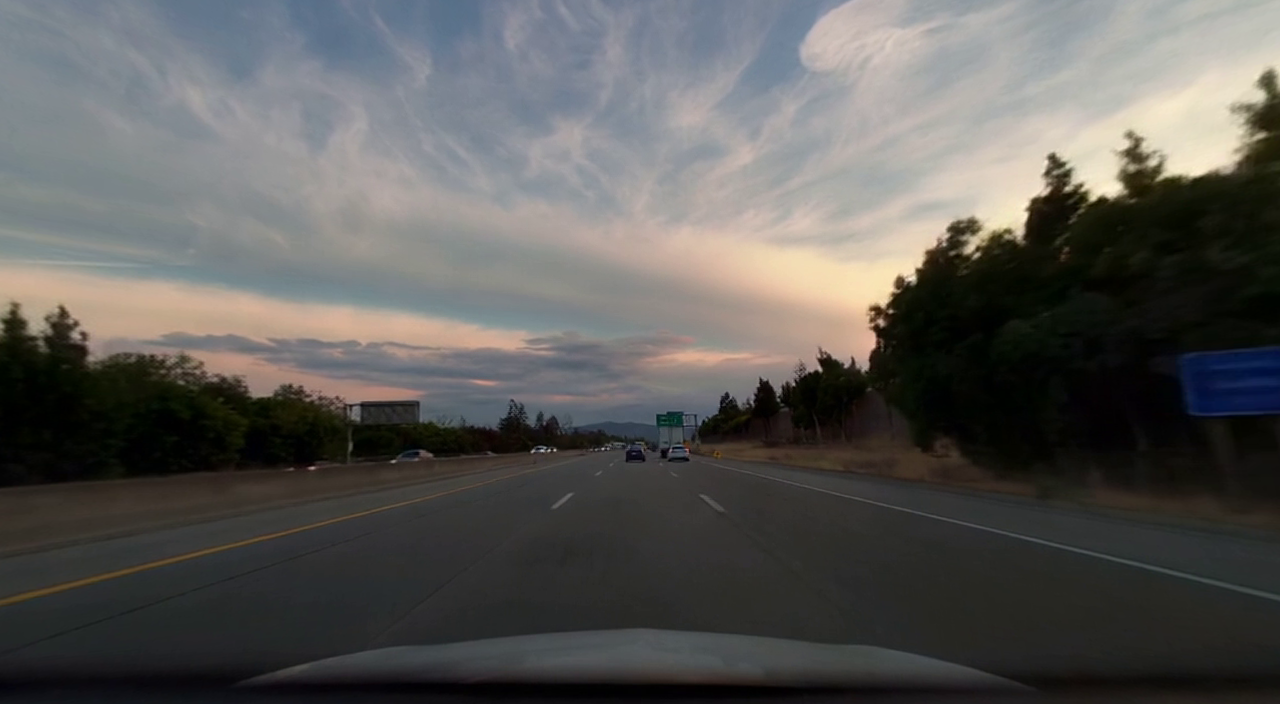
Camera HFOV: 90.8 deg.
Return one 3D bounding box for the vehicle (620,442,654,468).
[{"bbox_3d":[-0.229,6.818,42.015,2.173,1.598,4.293,0,-9,-1],"label":"vehicle"}]
